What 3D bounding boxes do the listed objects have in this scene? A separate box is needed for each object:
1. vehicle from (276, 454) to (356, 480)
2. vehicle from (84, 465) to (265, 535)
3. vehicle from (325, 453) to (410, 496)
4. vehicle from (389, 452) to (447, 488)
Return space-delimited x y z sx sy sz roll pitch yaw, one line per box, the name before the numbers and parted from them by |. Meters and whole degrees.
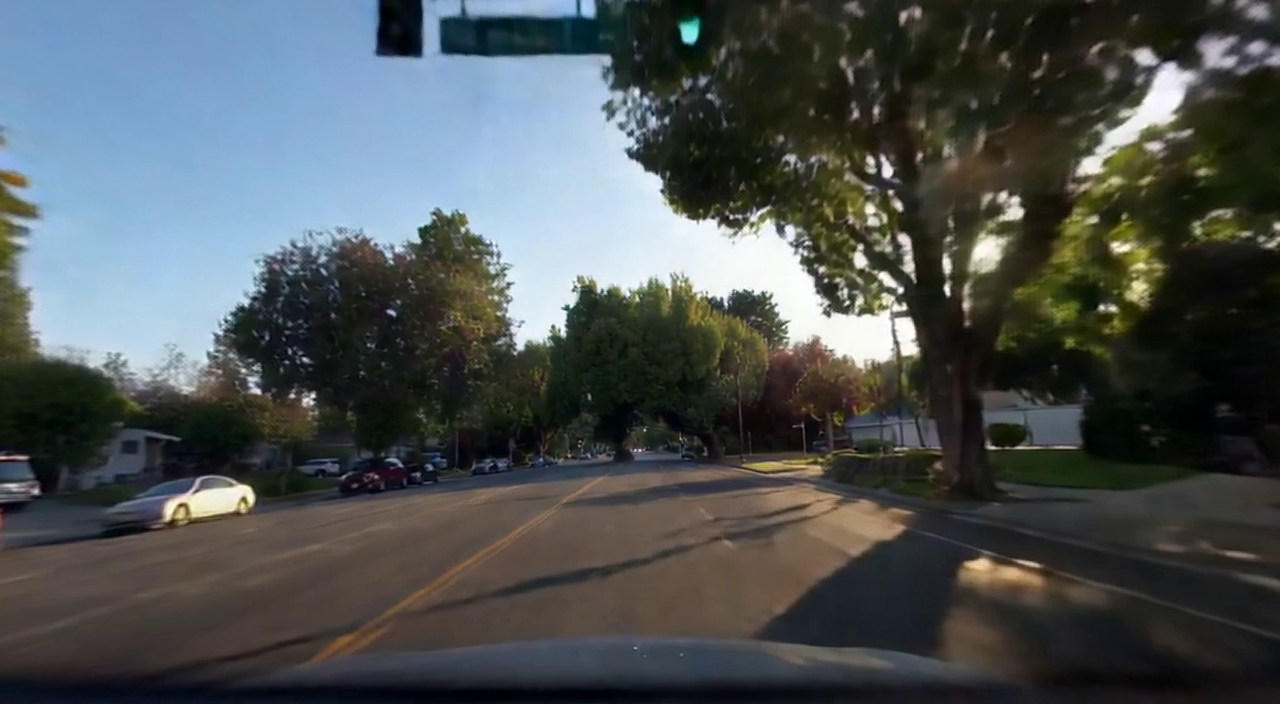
vehicle | -21.581 7.684 42.196 4.284 1.621 1.938 0 -9 1
vehicle | -12.825 4.049 17.828 1.833 1.464 4.292 -4 -8 1
vehicle | -12.814 5.748 30.072 1.882 1.775 4.904 0 -9 0
vehicle | -12.530 6.660 35.878 1.882 1.727 3.945 -3 -8 1
